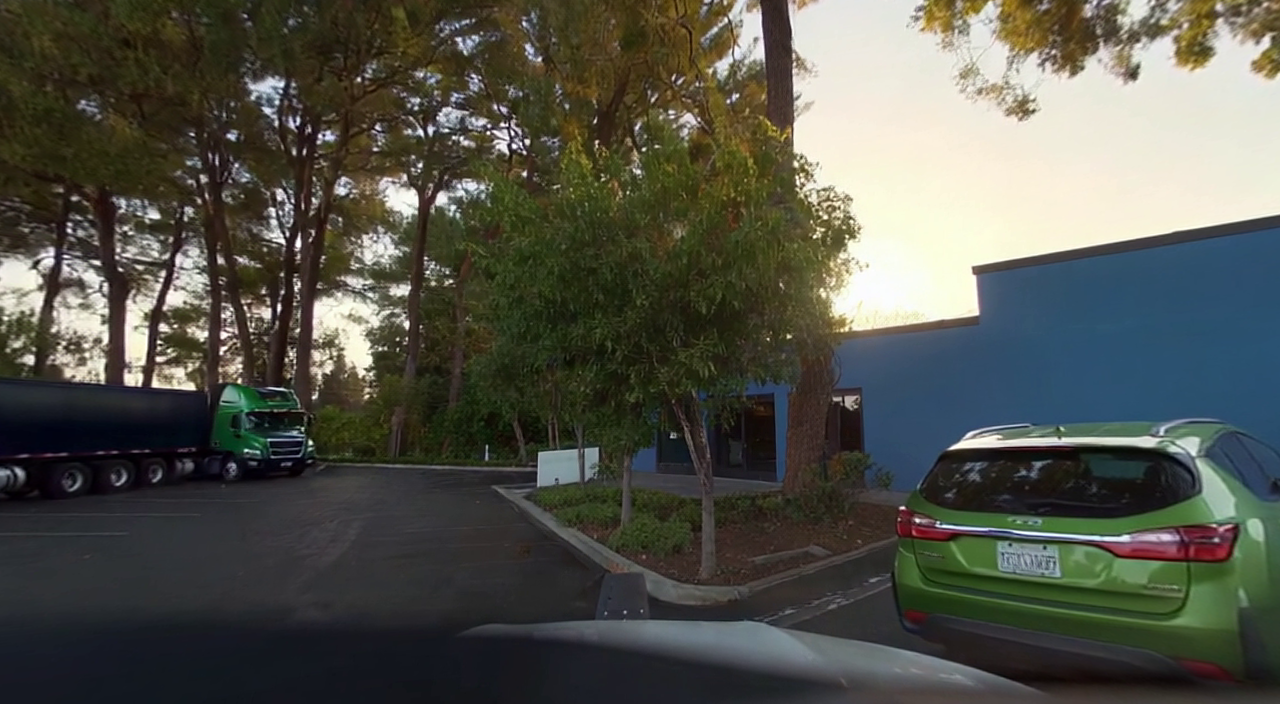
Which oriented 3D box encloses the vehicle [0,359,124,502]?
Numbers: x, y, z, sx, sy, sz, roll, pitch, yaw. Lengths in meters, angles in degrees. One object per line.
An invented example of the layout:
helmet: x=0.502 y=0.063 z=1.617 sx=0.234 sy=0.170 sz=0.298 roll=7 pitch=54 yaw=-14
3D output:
vehicle: x=-21.974 y=2.743 z=21.011 sx=11.512 sy=3.871 sz=3.038 roll=-5 pitch=-10 yaw=29

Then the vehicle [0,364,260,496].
vehicle: x=-19.507 y=3.057 z=23.711 sx=11.906 sy=4.069 sz=2.948 roll=-5 pitch=-10 yaw=28

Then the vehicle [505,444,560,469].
vehicle: x=-6.801 y=6.652 z=40.156 sx=1.809 sy=1.506 sz=3.473 roll=-4 pitch=-10 yaw=24
